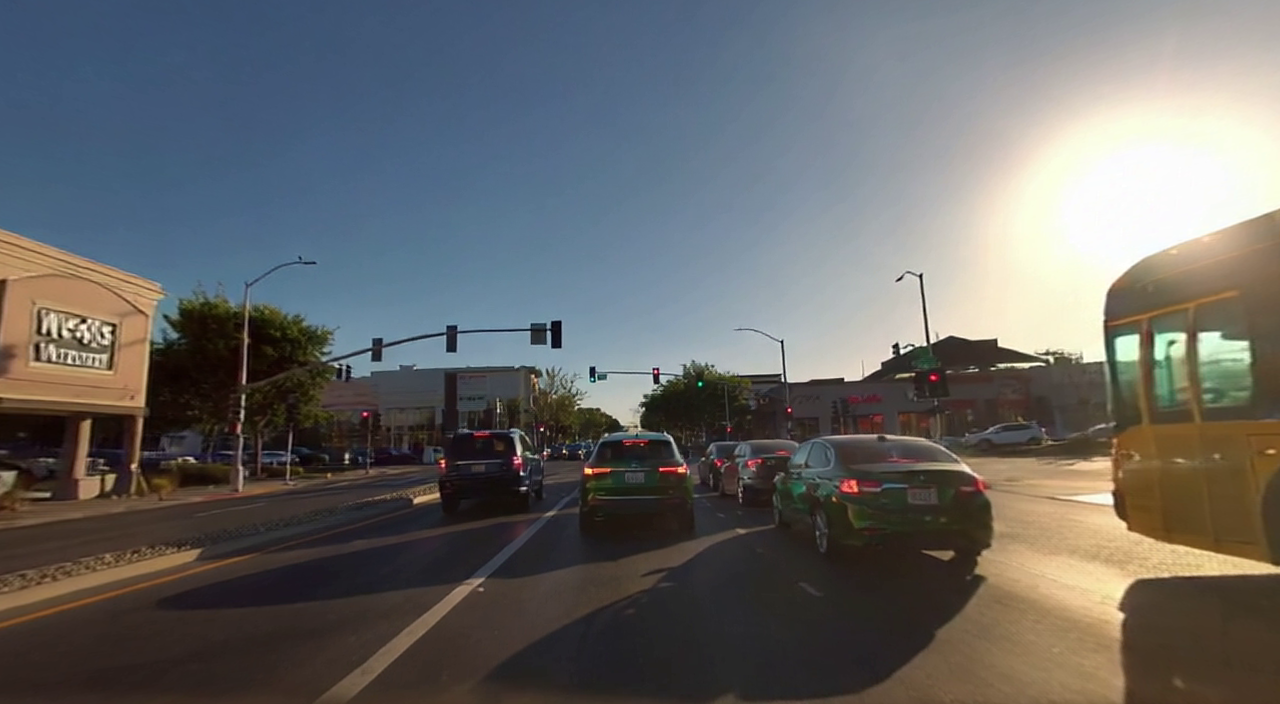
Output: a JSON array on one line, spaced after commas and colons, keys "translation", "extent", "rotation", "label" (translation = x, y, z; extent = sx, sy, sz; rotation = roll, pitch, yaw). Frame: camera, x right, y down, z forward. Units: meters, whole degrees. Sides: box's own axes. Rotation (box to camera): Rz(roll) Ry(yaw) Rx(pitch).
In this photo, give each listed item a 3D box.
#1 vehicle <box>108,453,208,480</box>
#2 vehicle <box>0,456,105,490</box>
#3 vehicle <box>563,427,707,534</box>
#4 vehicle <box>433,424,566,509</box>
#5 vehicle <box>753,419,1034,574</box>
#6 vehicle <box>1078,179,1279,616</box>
[{"translation": [-27.371, 6.515, 36.065], "extent": [4.107, 1.427, 1.883], "rotation": [3, -9, -22], "label": "vehicle"}, {"translation": [-27.965, 5.652, 29.709], "extent": [3.838, 1.433, 1.967], "rotation": [4, -10, -27], "label": "vehicle"}, {"translation": [-0.068, 2.140, 11.050], "extent": [2.071, 1.525, 3.723], "rotation": [0, -9, 0], "label": "vehicle"}, {"translation": [-3.112, 2.673, 15.115], "extent": [2.180, 1.708, 4.397], "rotation": [0, -9, 0], "label": "vehicle"}, {"translation": [2.902, 1.757, 8.471], "extent": [1.922, 1.508, 4.330], "rotation": [0, -9, -1], "label": "vehicle"}, {"translation": [6.468, -0.104, 1.840], "extent": [3.197, 3.269, 9.836], "rotation": [0, -9, -1], "label": "vehicle"}]
